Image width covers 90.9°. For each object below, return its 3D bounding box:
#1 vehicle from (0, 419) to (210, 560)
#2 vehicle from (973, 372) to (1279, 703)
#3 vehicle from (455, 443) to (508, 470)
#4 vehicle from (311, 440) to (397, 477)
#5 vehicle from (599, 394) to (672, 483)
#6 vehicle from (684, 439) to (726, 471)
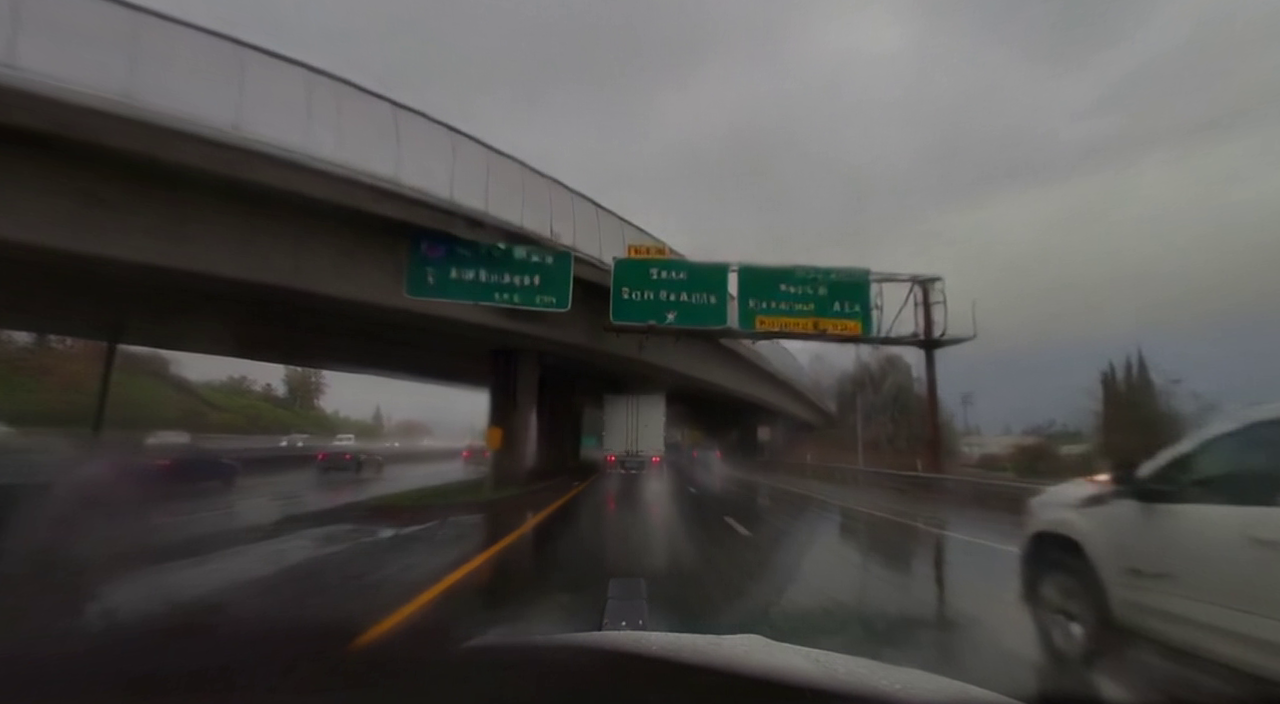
[{"bbox_3d":[-8.185,1.724,8.255,2.006,1.562,4.475,0,-9,-1],"label":"vehicle"},{"bbox_3d":[3.919,0.936,2.667,2.189,1.709,5.131,0,-9,0],"label":"vehicle"},{"bbox_3d":[-9.351,6.234,37.706,2.057,1.506,4.829,0,-9,-2],"label":"vehicle"},{"bbox_3d":[-12.625,4.736,28.201,1.906,1.510,4.303,0,-9,-1],"label":"vehicle"},{"bbox_3d":[-0.239,4.332,30.954,2.916,3.584,10.841,0,-9,-1],"label":"vehicle"},{"bbox_3d":[4.281,6.858,42.168,2.174,1.968,5.016,0,-9,-1],"label":"vehicle"}]
